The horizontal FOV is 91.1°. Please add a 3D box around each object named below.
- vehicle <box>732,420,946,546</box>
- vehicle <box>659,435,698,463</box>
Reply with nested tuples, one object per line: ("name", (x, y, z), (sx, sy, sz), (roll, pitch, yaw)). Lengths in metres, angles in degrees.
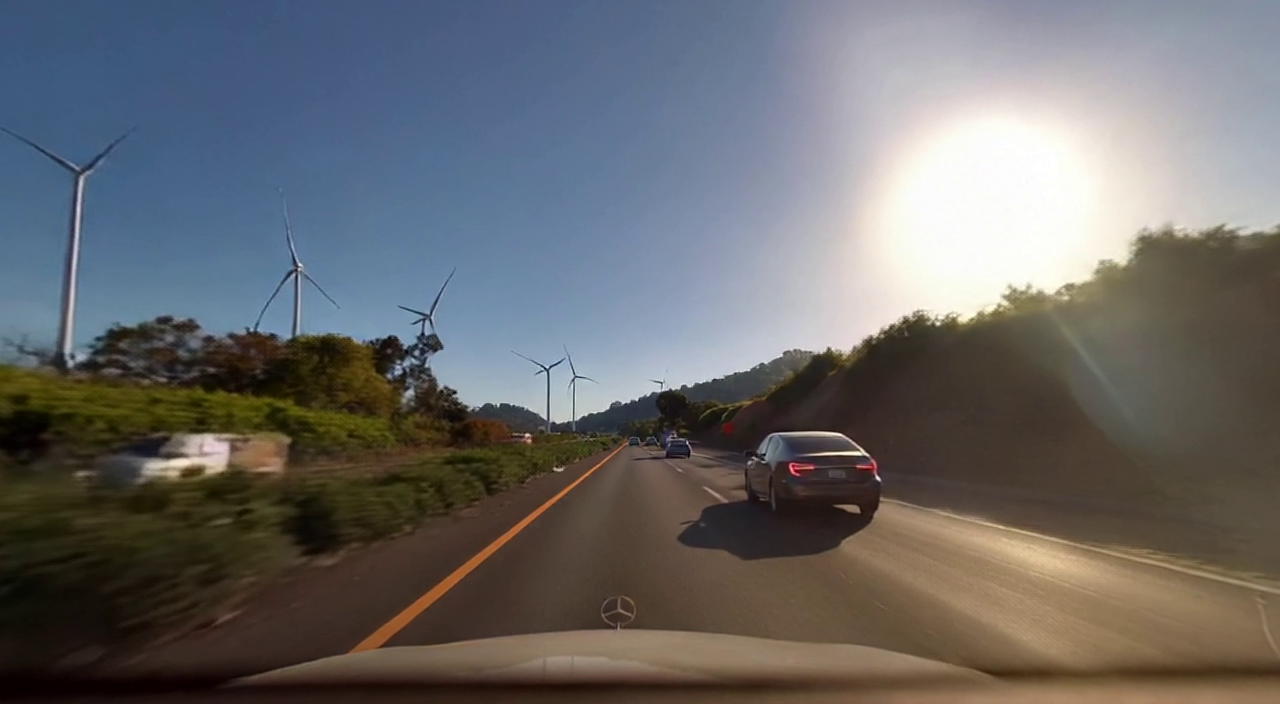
("vehicle", (2.907, 1.992, 10.381), (2.038, 1.624, 4.312), (0, -8, -1))
("vehicle", (2.385, 6.103, 39.923), (2.066, 1.661, 4.500), (0, -8, -1))
